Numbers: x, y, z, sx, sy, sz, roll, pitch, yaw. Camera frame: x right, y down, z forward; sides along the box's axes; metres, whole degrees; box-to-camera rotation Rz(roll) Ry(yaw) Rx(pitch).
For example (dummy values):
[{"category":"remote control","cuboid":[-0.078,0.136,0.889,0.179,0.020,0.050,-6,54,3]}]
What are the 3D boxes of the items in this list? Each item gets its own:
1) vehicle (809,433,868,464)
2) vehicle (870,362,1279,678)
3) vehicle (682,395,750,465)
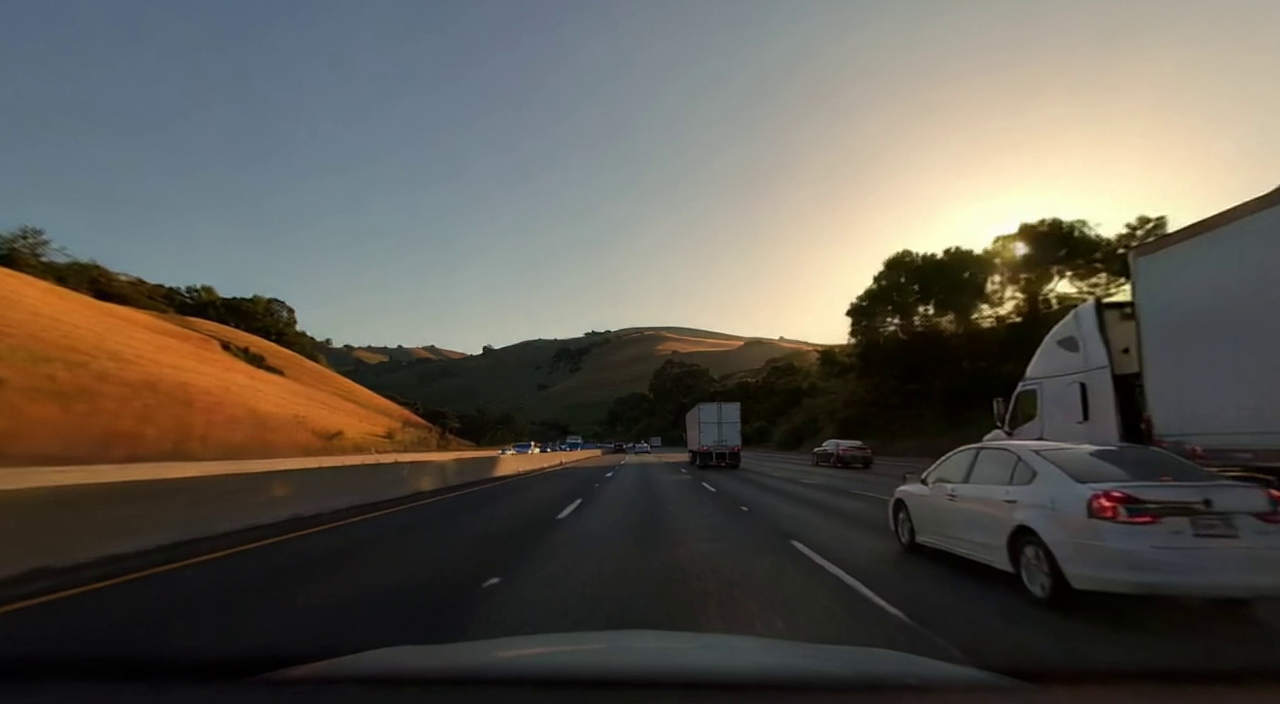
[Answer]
[{"category":"vehicle","cuboid":[11.978,5.866,38.410,2.046,1.741,4.769,0,-9,0]},{"category":"vehicle","cuboid":[3.908,1.237,5.656,2.055,1.737,4.224,0,-9,0]},{"category":"vehicle","cuboid":[4.622,5.196,40.882,3.049,3.968,10.706,0,-9,0]}]
